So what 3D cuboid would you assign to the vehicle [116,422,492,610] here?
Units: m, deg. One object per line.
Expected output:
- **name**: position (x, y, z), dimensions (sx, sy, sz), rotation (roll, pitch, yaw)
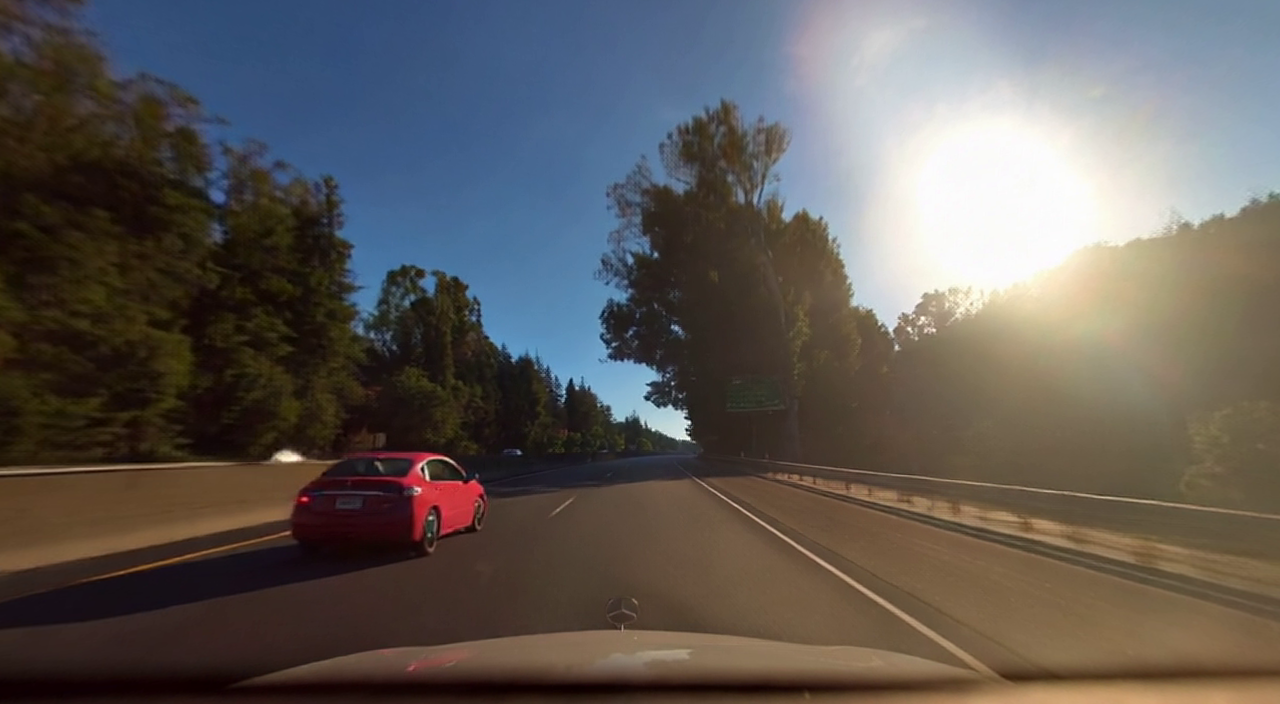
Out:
- **vehicle**: position (-3.187, 1.633, 7.172), dimensions (1.934, 1.486, 4.115), rotation (0, -9, 1)
